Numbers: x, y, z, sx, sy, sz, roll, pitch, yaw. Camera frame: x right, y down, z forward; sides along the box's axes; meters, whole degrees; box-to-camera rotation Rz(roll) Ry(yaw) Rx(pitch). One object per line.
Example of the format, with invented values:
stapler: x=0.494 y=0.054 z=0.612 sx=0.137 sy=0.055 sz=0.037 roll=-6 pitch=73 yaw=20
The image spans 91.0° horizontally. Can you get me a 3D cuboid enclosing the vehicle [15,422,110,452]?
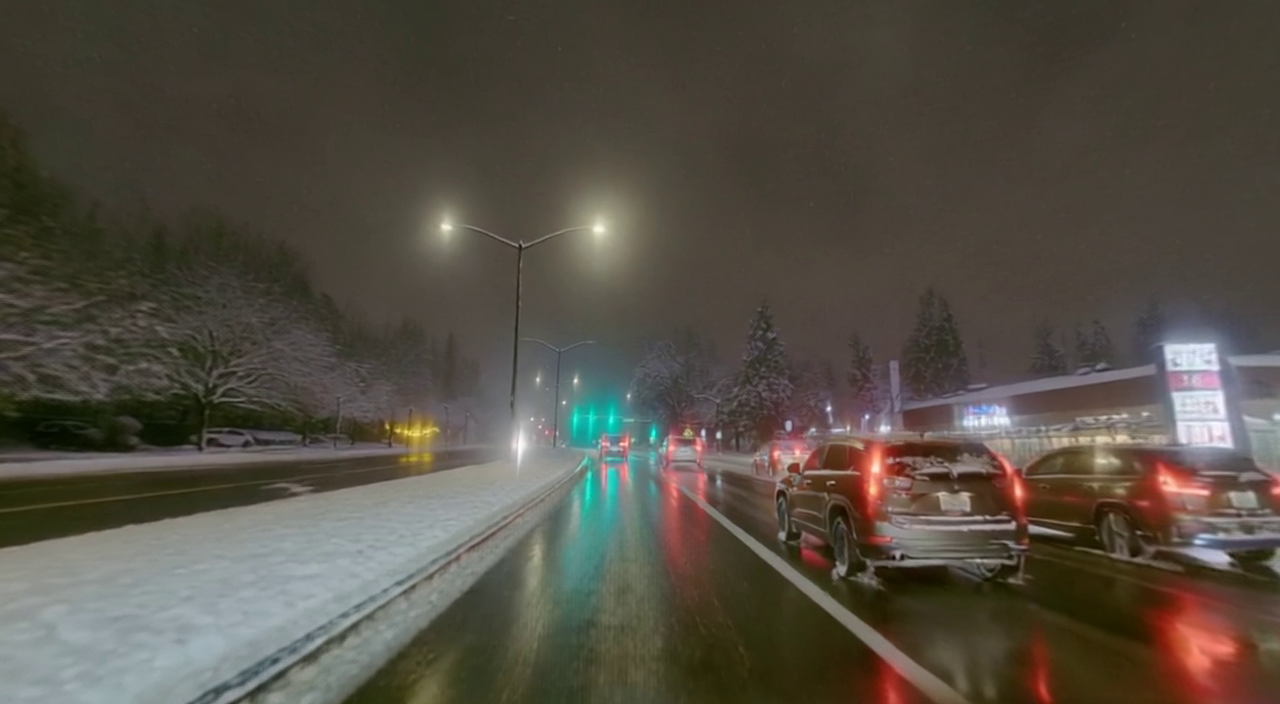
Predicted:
vehicle: x=-35.605 y=5.292 z=38.967 sx=1.914 sy=1.698 sz=4.686 roll=1 pitch=-8 yaw=-9

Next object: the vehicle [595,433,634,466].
vehicle: x=-1.564 y=5.754 z=37.245 sx=2.051 sy=1.798 sz=4.168 roll=1 pitch=-8 yaw=-5

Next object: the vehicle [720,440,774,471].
vehicle: x=5.882 y=5.736 z=35.195 sx=1.954 sy=1.606 sz=4.423 roll=1 pitch=-8 yaw=-4

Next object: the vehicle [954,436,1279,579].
vehicle: x=6.466 y=1.929 z=8.701 sx=1.917 sy=1.457 sz=4.274 roll=1 pitch=-8 yaw=-2

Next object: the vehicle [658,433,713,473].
vehicle: x=2.104 y=4.794 z=30.063 sx=2.000 sy=1.745 sz=4.206 roll=1 pitch=-8 yaw=-4

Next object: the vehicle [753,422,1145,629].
vehicle: x=2.597 y=1.556 z=6.673 sx=1.883 sy=1.452 sz=4.258 roll=1 pitch=-8 yaw=-2
